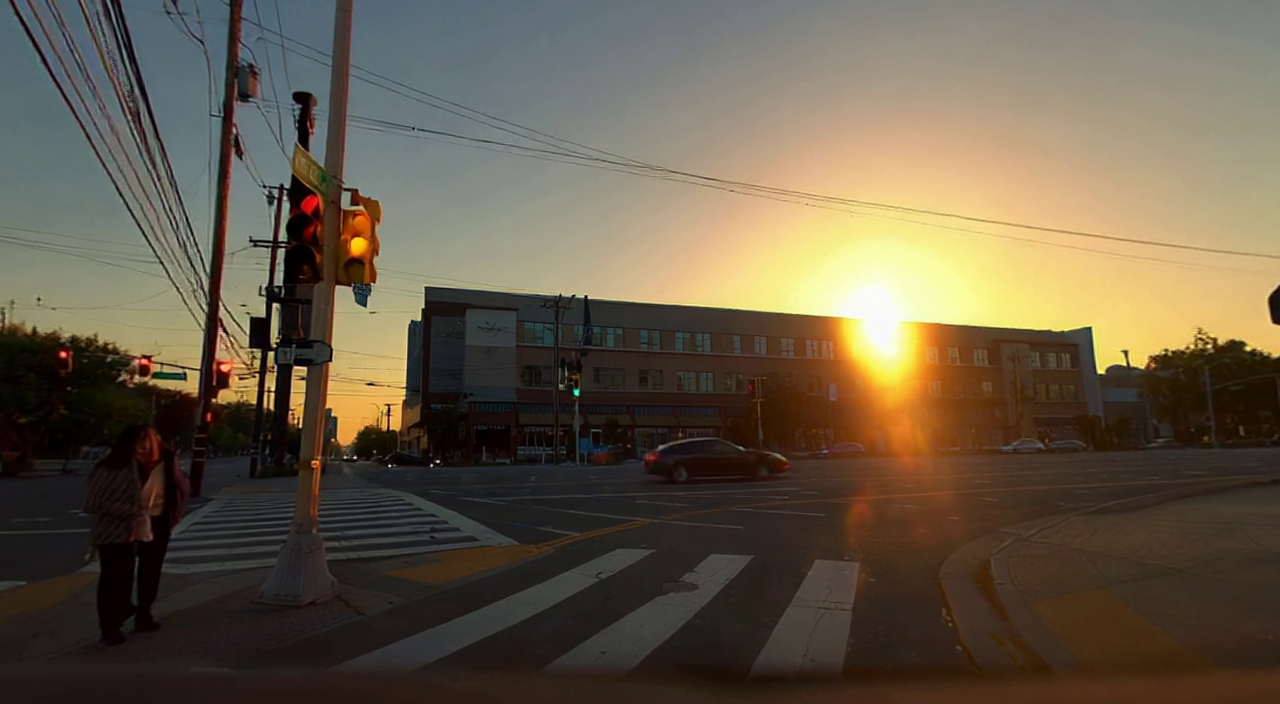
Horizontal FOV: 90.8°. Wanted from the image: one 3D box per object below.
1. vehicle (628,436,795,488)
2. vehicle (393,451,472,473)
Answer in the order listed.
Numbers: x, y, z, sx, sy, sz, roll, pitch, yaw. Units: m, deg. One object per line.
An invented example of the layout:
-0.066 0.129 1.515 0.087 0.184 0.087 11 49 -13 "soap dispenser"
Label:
2.158 3.390 19.684 4.700 1.479 2.095 2 -9 -13 "vehicle"
-14.080 7.450 43.018 4.837 1.407 1.818 4 -9 -26 "vehicle"
